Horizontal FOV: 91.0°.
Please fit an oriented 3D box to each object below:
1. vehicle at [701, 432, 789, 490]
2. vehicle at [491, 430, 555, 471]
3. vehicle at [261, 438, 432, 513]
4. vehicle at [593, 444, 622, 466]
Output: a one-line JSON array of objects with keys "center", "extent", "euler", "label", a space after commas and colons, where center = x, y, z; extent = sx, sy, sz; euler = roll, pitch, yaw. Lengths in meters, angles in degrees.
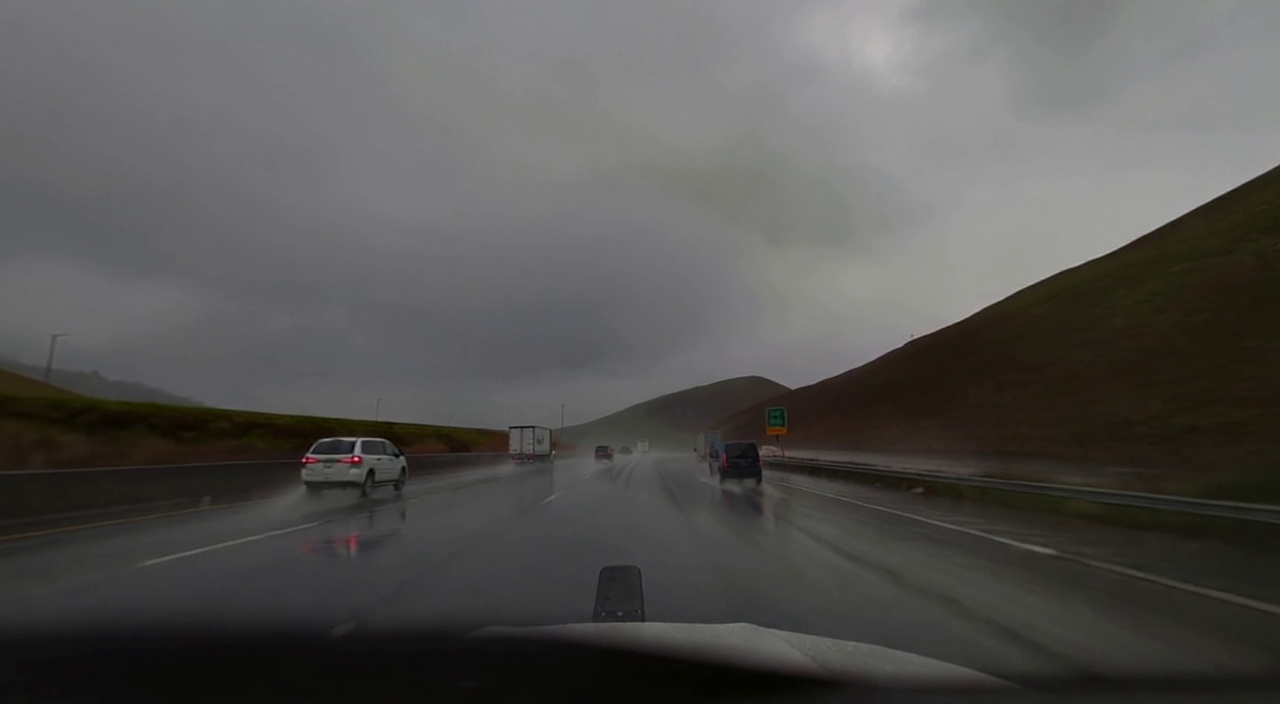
[{"center": [3.528, 3.778, 22.161], "extent": [2.231, 1.789, 4.700], "euler": [0, -9, 0], "label": "vehicle"}, {"center": [-7.689, 6.636, 42.344], "extent": [2.937, 2.509, 7.090], "euler": [0, -9, 0], "label": "vehicle"}, {"center": [-6.915, 2.943, 15.558], "extent": [1.935, 1.550, 4.883], "euler": [0, -9, -1], "label": "vehicle"}, {"center": [-2.498, 8.040, 49.272], "extent": [2.009, 1.593, 4.378], "euler": [0, -9, 0], "label": "vehicle"}]
